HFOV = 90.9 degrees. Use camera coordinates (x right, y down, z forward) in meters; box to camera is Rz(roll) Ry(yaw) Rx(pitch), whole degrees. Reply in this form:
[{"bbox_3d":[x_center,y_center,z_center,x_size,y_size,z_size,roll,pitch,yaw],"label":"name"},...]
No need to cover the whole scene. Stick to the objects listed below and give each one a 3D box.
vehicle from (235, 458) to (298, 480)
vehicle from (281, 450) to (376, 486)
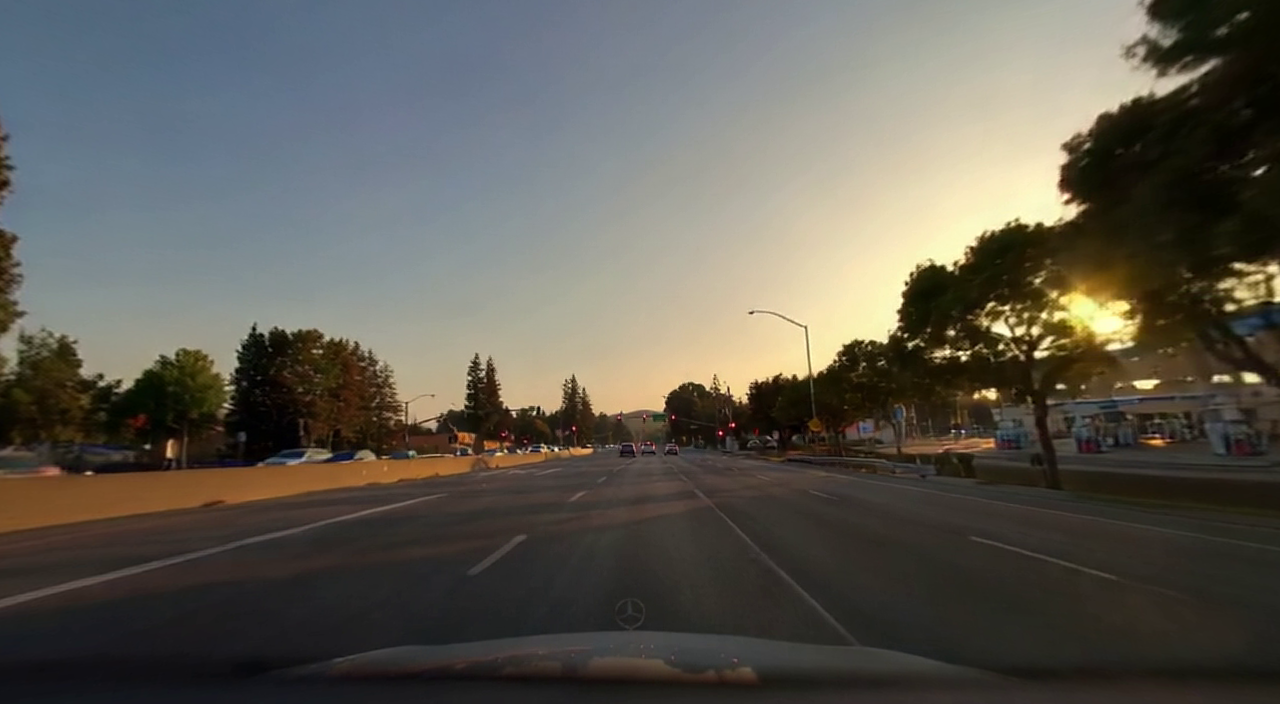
[{"bbox_3d":[-26.341,8.239,44.616,1.698,1.428,4.539,0,-9,0],"label":"vehicle"},{"bbox_3d":[-14.032,5.229,28.754,1.951,1.470,4.673,0,-9,0],"label":"vehicle"}]
